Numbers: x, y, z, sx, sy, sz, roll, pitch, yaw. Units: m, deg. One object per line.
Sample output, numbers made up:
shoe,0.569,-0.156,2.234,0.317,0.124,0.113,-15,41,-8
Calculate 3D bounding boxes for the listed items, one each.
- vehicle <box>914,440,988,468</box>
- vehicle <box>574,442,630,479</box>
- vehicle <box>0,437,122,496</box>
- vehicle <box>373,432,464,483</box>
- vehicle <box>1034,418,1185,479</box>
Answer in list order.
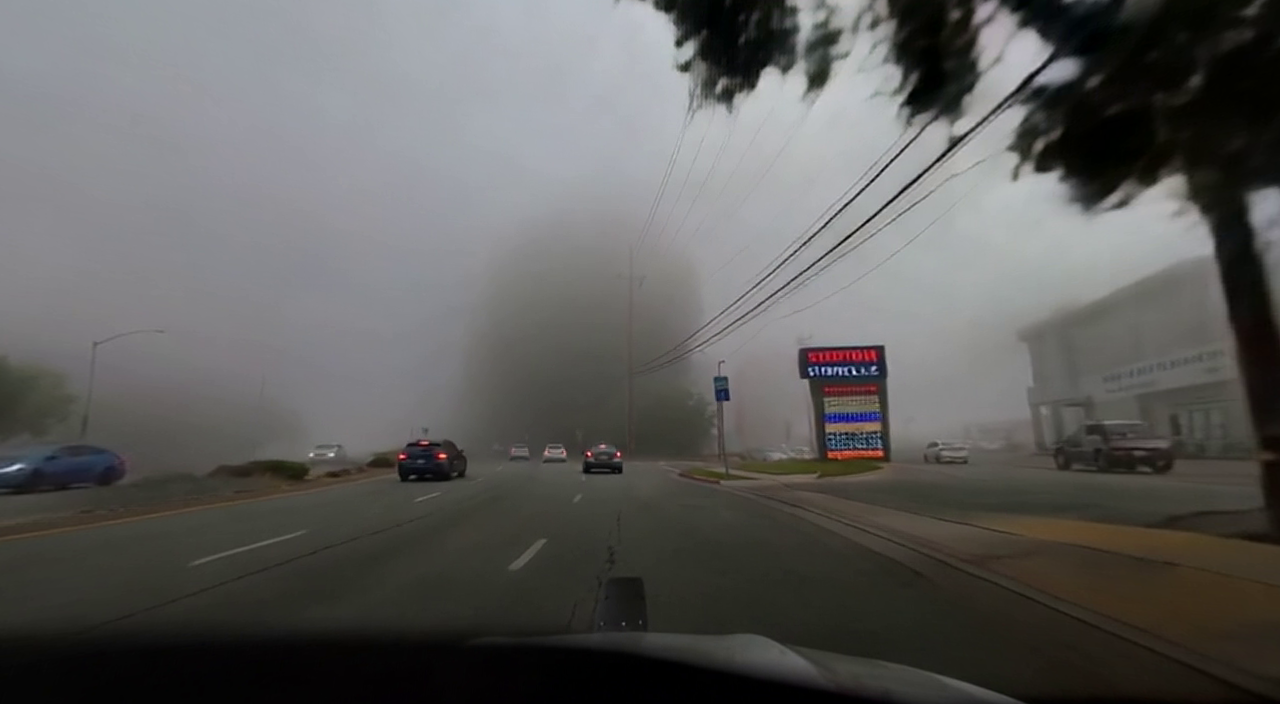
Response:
vehicle,17.520,5.757,35.816,1.795,1.485,4.601,0,-8,-1
vehicle,-1.756,4.685,27.602,2.130,1.476,4.453,1,-9,-8
vehicle,-22.859,4.278,23.817,2.236,1.962,5.539,-1,-8,-5
vehicle,-8.393,4.048,24.386,2.195,1.752,4.515,1,-9,-5
vehicle,16.612,3.564,22.708,1.863,1.889,4.839,-2,-11,4
